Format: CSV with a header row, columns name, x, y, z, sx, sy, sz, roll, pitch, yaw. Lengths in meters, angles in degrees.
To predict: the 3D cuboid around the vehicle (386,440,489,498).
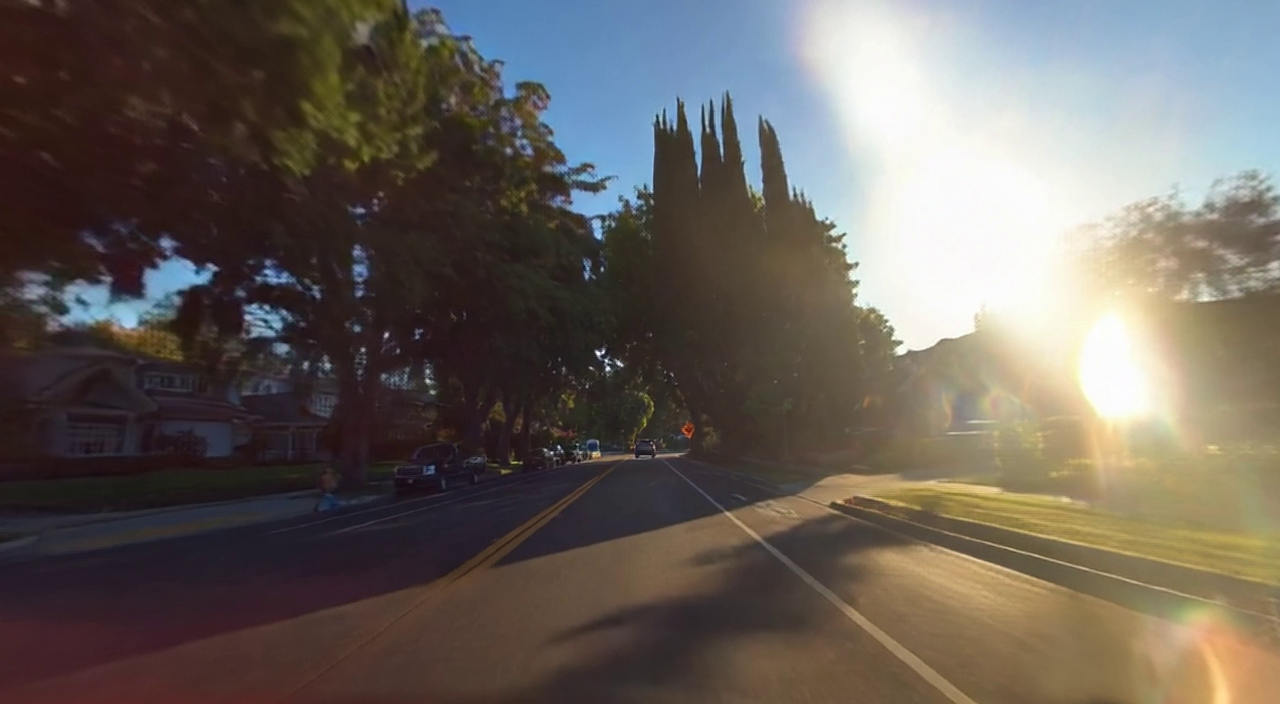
name,x,y,z,sx,sy,sz,roll,pitch,yaw
vehicle,-8.227,4.745,26.351,2.422,1.855,6.165,-4,-7,-2
